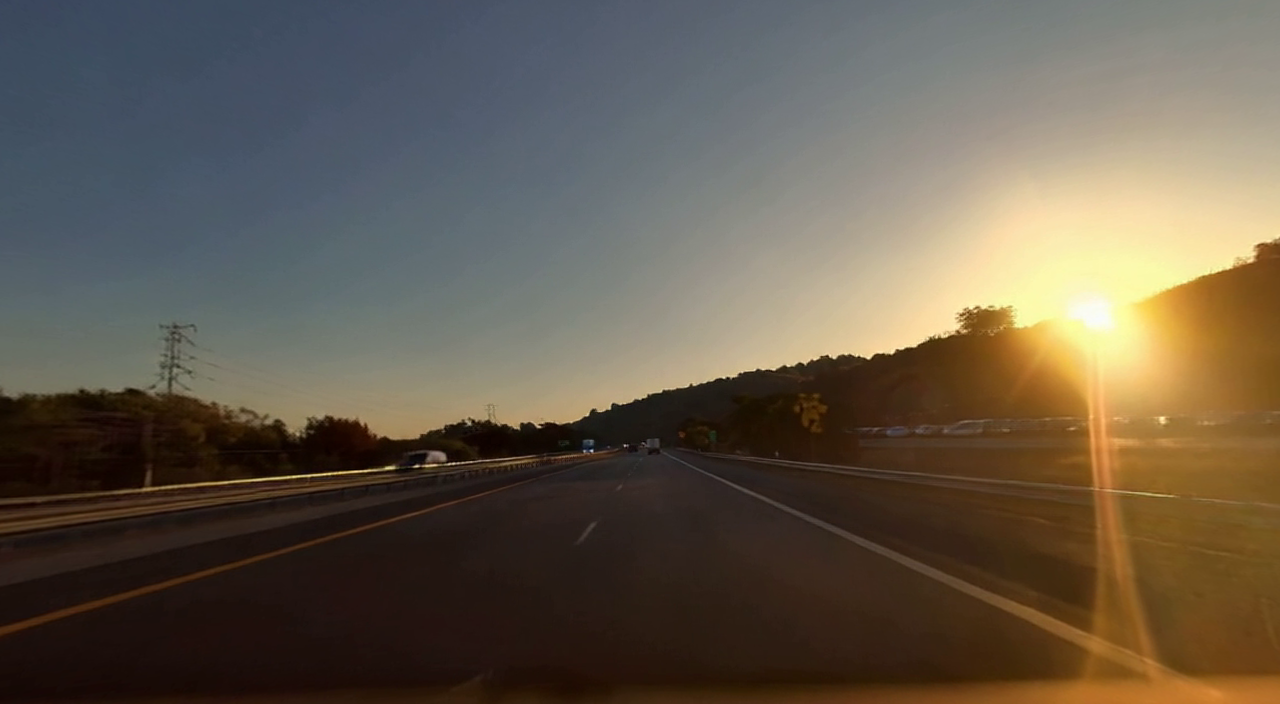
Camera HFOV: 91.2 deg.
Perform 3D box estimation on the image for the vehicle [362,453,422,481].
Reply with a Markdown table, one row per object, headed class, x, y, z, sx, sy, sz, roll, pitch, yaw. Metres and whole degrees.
| class | x | y | z | sx | sy | sz | roll | pitch | yaw |
| --- | --- | --- | --- | --- | --- | --- | --- | --- | --- |
| vehicle | -14.991 | 6.938 | 38.114 | 1.864 | 1.520 | 4.137 | -1 | -9 | 2 |
